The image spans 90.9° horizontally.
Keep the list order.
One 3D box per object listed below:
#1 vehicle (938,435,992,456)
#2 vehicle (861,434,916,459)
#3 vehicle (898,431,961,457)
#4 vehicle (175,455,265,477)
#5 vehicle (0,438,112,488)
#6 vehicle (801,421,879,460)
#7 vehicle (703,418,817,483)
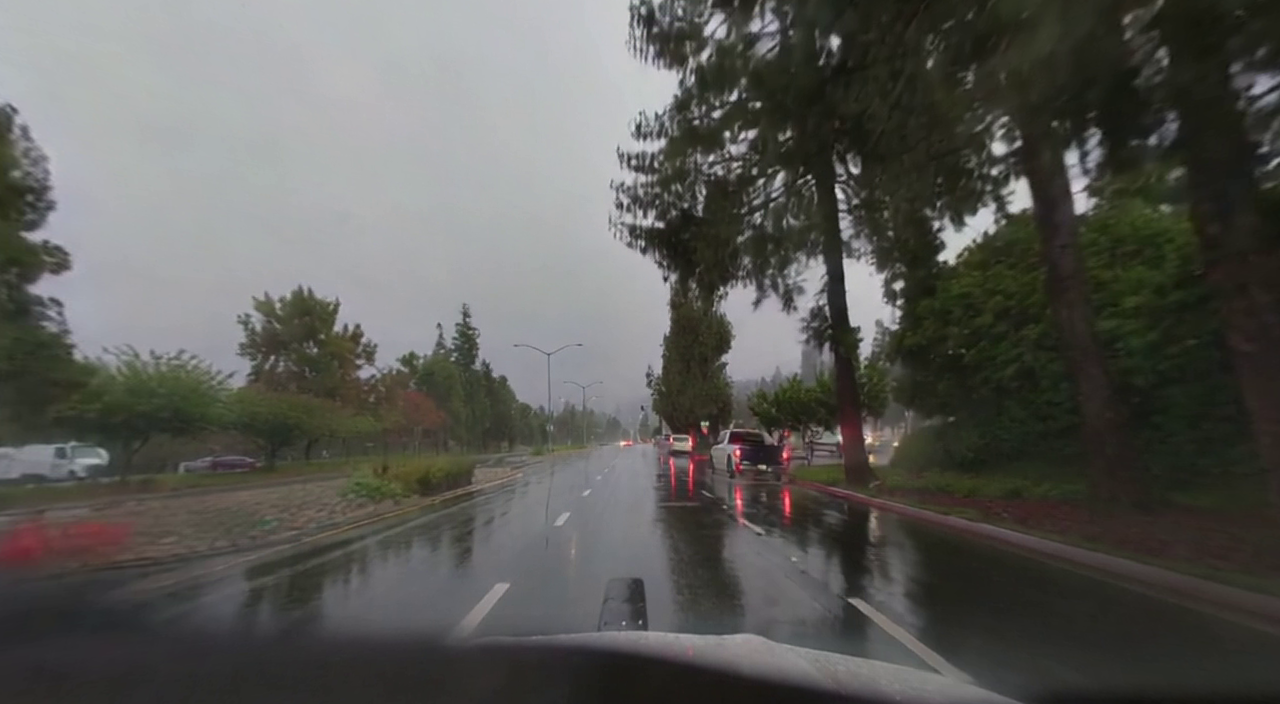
[{"bbox_3d":[25.383,7.298,49.344,1.896,1.538,4.080,0,-8,-2],"label":"vehicle"},{"bbox_3d":[19.323,7.363,49.386,2.084,1.777,5.407,0,-8,0],"label":"vehicle"},{"bbox_3d":[22.612,7.232,49.569,2.313,1.900,5.397,0,-8,-1],"label":"vehicle"},{"bbox_3d":[-29.124,7.913,43.867,4.719,1.433,1.995,0,-8,-5],"label":"vehicle"},{"bbox_3d":[-35.349,6.457,36.860,6.147,2.763,2.919,0,-8,-2],"label":"vehicle"},{"bbox_3d":[11.052,4.978,35.385,2.197,1.923,5.799,2,-8,-3],"label":"vehicle"},{"bbox_3d":[3.825,3.307,21.428,2.493,1.896,5.433,0,-8,-3],"label":"vehicle"}]
